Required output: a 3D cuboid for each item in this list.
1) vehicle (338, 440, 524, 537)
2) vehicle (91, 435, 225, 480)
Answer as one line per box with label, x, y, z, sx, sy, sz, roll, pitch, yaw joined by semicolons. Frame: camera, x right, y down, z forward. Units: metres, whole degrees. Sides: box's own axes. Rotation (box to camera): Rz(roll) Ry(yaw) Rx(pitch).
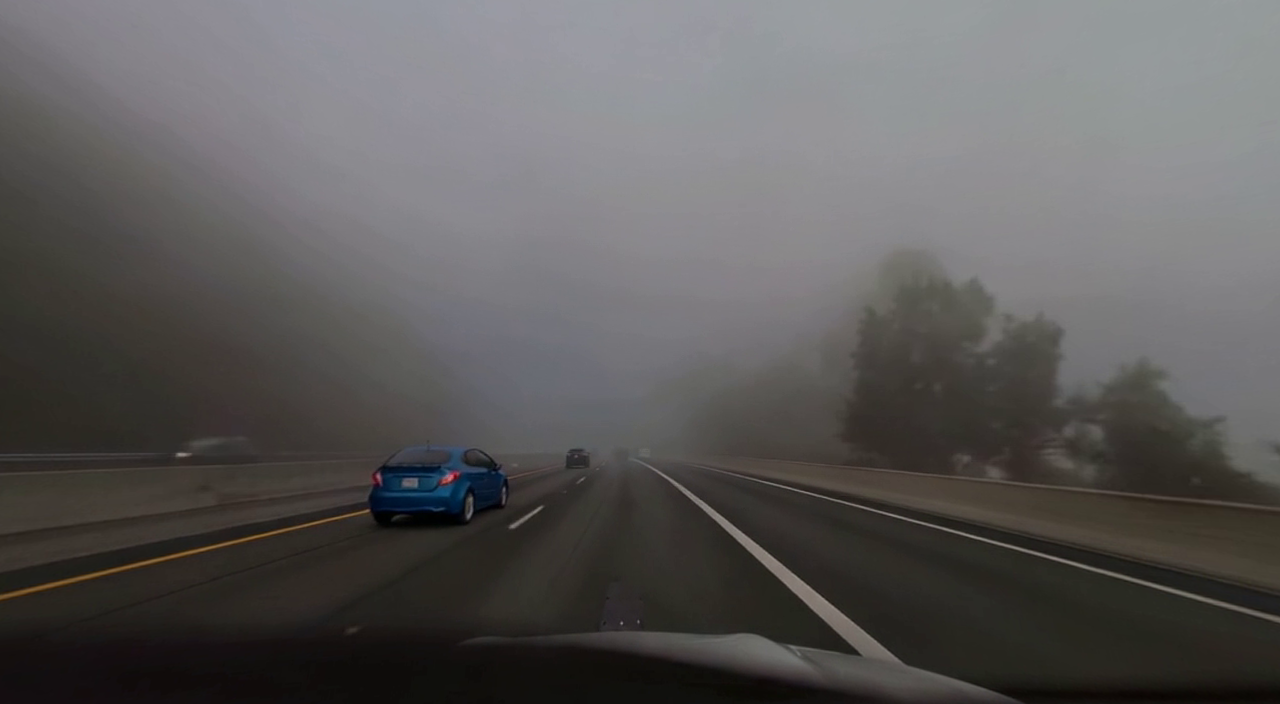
vehicle;-3.751;2.524;12.465;1.957;1.499;4.965;0;-9;0
vehicle;-16.644;3.644;22.041;1.714;1.423;3.725;0;-9;0
